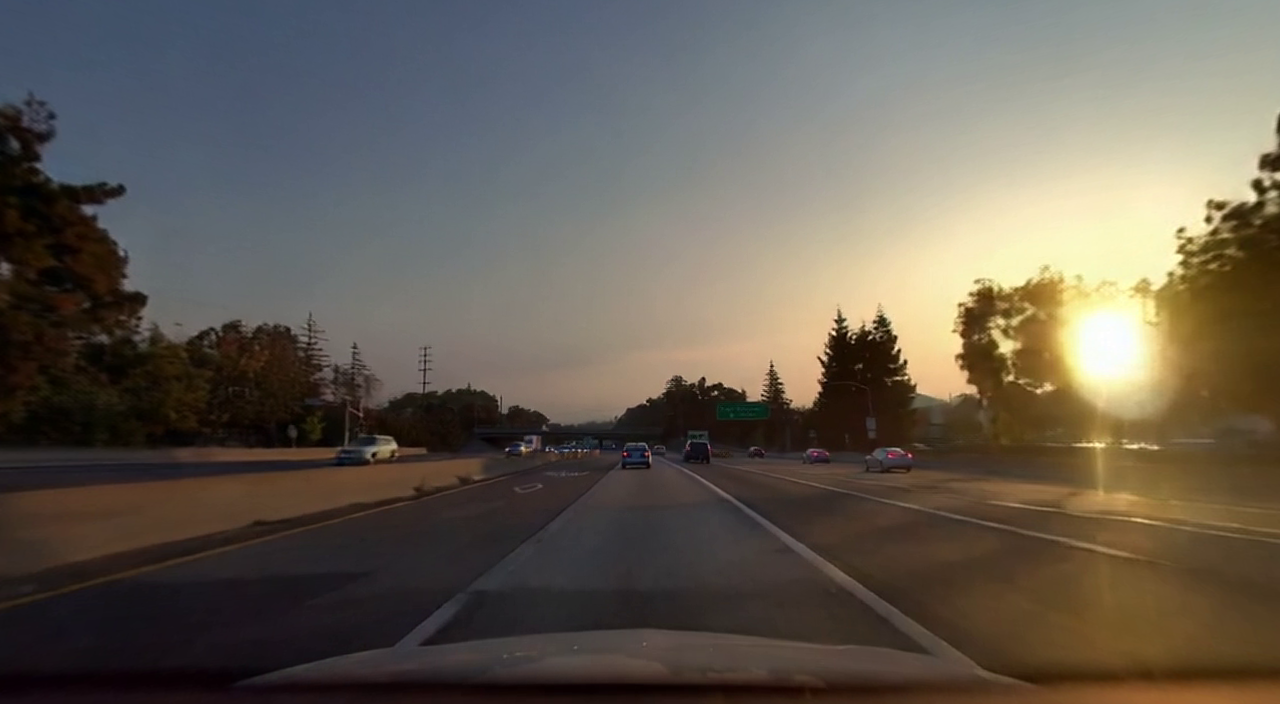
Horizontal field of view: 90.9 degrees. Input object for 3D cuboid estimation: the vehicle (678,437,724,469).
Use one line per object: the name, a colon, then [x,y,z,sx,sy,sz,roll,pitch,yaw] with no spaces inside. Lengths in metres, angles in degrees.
vehicle: [4.038,6.854,43.105,2.505,2.020,5.532,0,-9,-1]

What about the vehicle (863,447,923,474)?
vehicle: [14.996,6.415,37.634,1.872,1.459,4.502,0,-9,2]

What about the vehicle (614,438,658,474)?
vehicle: [-0.182,5.369,32.707,2.105,1.711,4.293,0,-8,0]

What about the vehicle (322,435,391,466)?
vehicle: [-17.981,6.258,40.263,2.130,1.820,4.797,0,-9,0]
